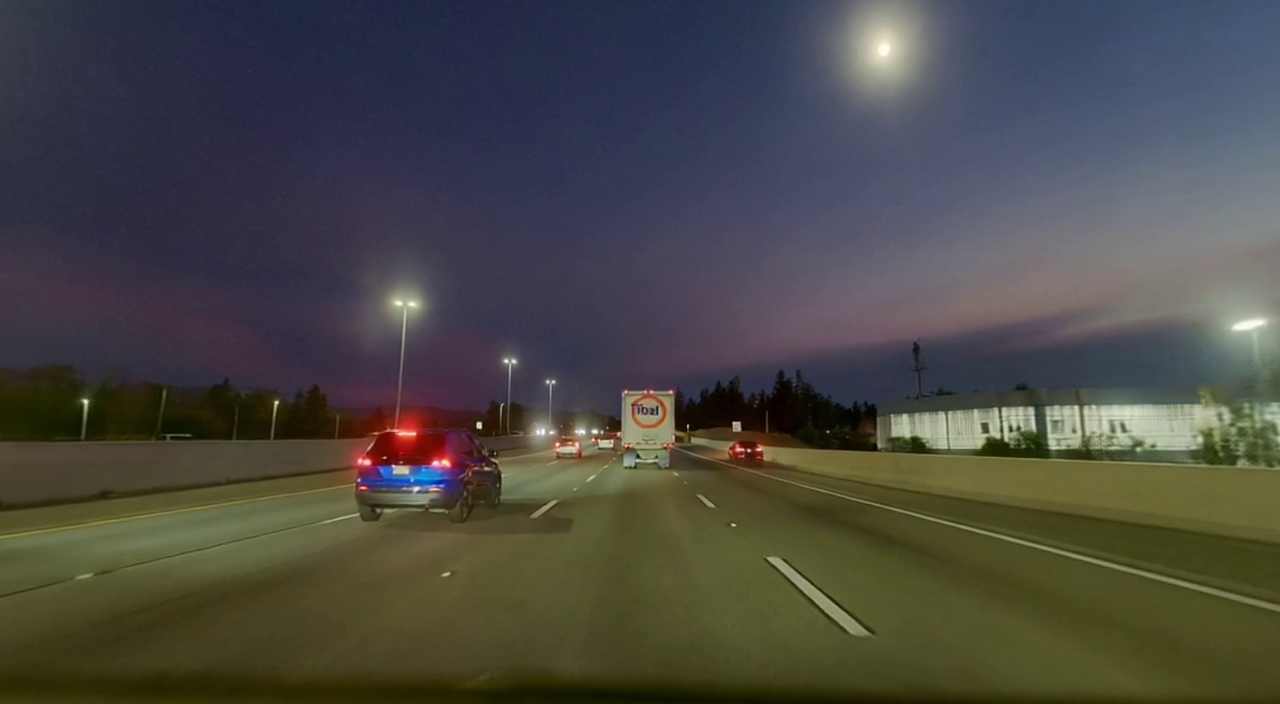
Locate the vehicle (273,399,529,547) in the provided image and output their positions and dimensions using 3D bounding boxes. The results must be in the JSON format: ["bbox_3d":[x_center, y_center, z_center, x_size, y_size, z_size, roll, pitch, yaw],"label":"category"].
[{"bbox_3d":[-3.420,1.873,10.353,2.178,1.826,4.933,0,-9,1],"label":"vehicle"}]

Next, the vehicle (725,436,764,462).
[{"bbox_3d":[7.037,6.562,42.679,1.958,1.681,4.109,0,-8,0],"label":"vehicle"}]

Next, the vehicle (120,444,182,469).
[{"bbox_3d":[-36.370,7.702,46.643,4.674,1.730,2.261,-6,-10,35],"label":"vehicle"}]

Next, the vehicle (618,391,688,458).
[{"bbox_3d":[1.312,5.452,46.273,3.657,4.173,13.731,-1,-8,7],"label":"vehicle"}]

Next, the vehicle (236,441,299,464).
[{"bbox_3d":[-28.828,7.771,48.744,1.959,1.681,4.487,0,-8,2],"label":"vehicle"}]
